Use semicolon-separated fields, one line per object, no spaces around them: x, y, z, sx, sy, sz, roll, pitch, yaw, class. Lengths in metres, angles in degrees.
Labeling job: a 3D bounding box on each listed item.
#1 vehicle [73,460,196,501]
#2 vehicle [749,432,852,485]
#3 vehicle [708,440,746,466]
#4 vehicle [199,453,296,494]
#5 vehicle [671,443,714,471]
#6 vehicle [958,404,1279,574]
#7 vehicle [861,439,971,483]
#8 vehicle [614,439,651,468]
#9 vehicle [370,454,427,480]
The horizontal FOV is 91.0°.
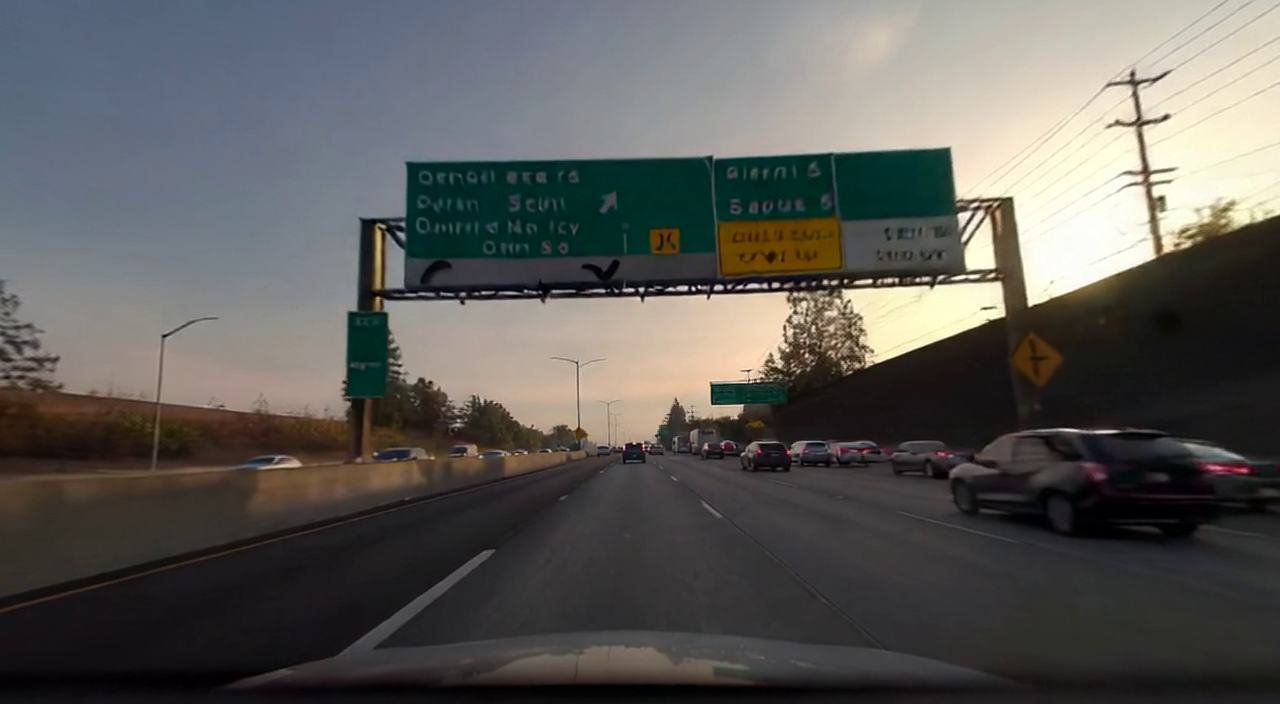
-23.024;5.841;28.940;1.884;1.625;4.540;0;-8;-1;vehicle
5.987;4.048;24.219;2.145;1.822;4.791;1;-9;-7;vehicle
6.325;7.413;46.330;2.011;1.737;4.286;0;-8;-2;vehicle
-18.883;5.824;30.547;1.925;1.810;4.318;0;-8;-1;vehicle
2.985;6.061;36.514;1.948;1.476;4.691;0;-8;-2;vehicle
6.705;1.742;8.809;2.066;1.739;4.493;0;-9;-1;vehicle
10.503;4.163;24.396;1.999;1.503;4.715;0;-8;-2;vehicle
-0.491;6.633;41.341;2.314;1.796;4.254;0;-8;-1;vehicle
-15.579;7.427;40.868;1.835;1.504;4.605;0;-9;0;vehicle
